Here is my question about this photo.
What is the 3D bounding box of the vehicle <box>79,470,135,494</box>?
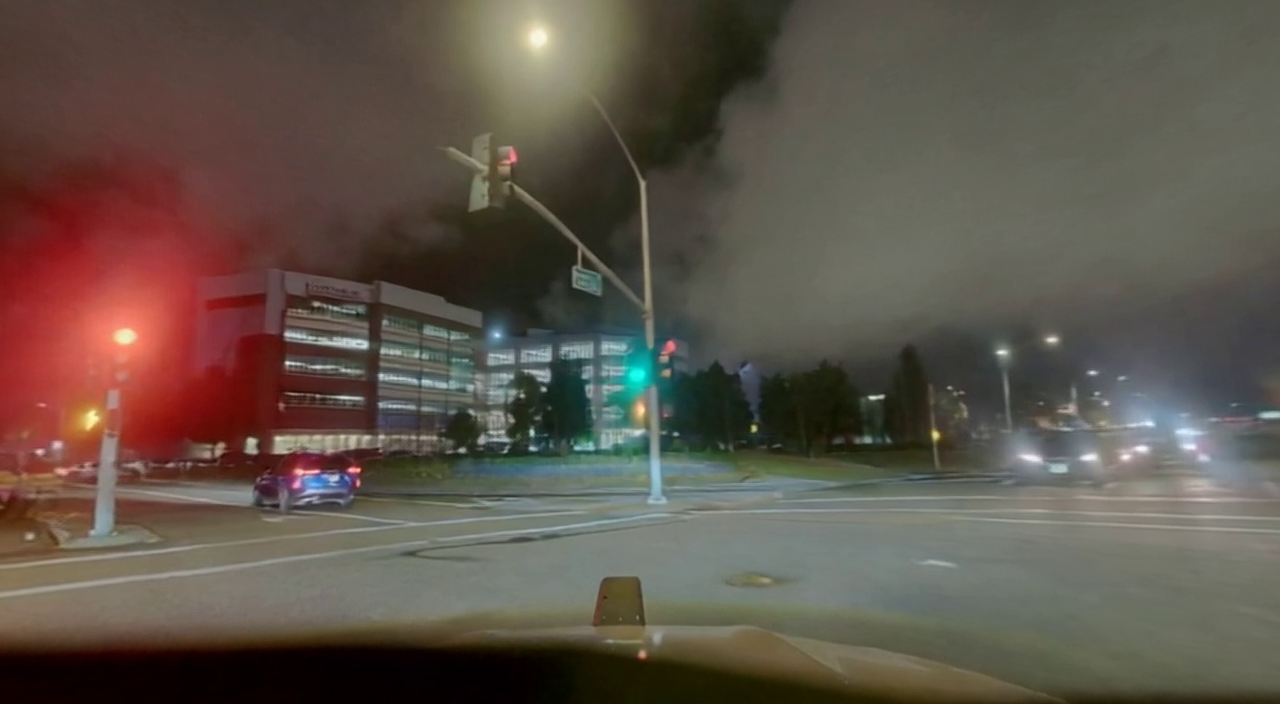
[{"bbox_3d":[-41.553,10.091,49.213,3.855,1.627,1.943,-5,-10,28],"label":"vehicle"}]

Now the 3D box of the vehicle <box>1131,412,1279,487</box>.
[{"bbox_3d":[13.730,2.340,15.251,4.210,1.529,2.163,7,-12,-43],"label":"vehicle"}]

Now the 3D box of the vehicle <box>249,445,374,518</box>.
[{"bbox_3d":[-9.515,3.577,18.123,2.238,1.762,4.445,6,-11,-39],"label":"vehicle"}]

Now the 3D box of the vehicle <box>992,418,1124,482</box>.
[{"bbox_3d":[11.985,2.764,18.011,4.342,1.596,2.005,7,-11,-42],"label":"vehicle"}]
